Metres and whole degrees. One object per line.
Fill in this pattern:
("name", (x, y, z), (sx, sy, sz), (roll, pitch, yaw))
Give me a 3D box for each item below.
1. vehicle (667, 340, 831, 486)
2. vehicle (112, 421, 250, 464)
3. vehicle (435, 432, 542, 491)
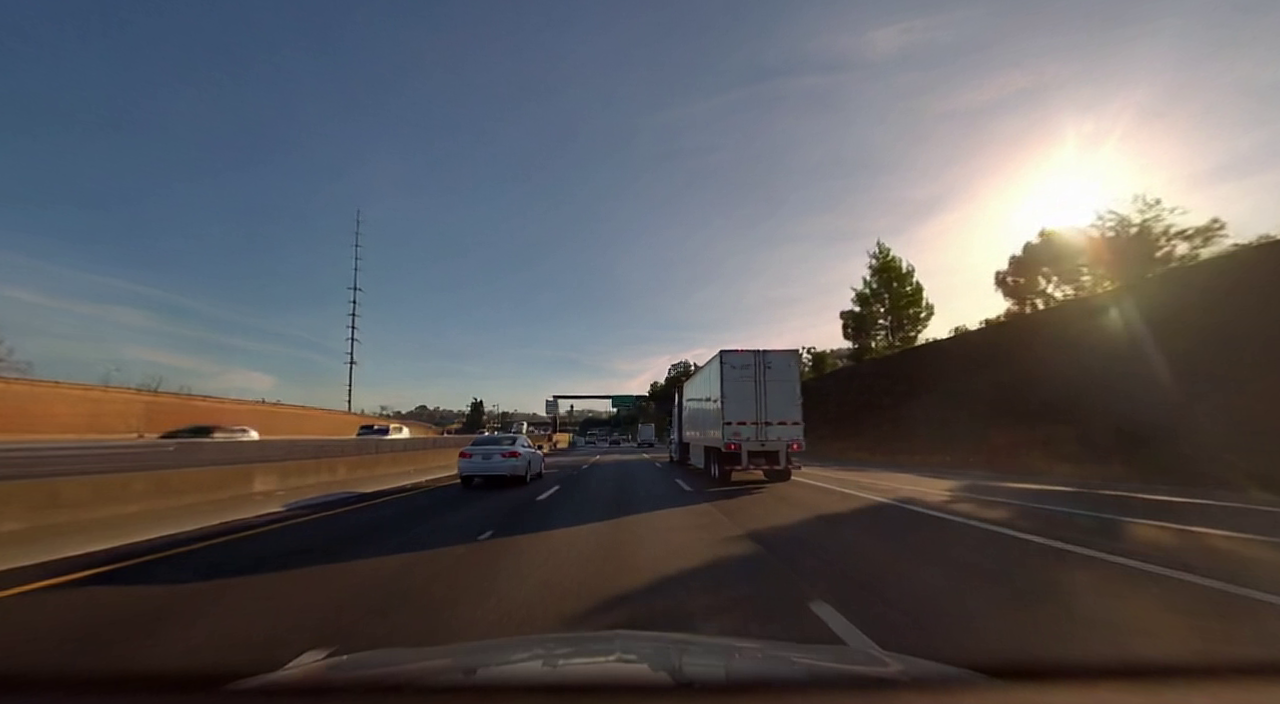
("vehicle", (3.303, 2.598, 24.606), (3.241, 4.042, 14.292), (0, -8, -3))
("vehicle", (-16.588, 3.286, 23.082), (1.806, 1.429, 4.397), (0, -8, -1))
("vehicle", (-4.074, 2.994, 17.769), (1.971, 1.444, 4.401), (0, -8, -1))
